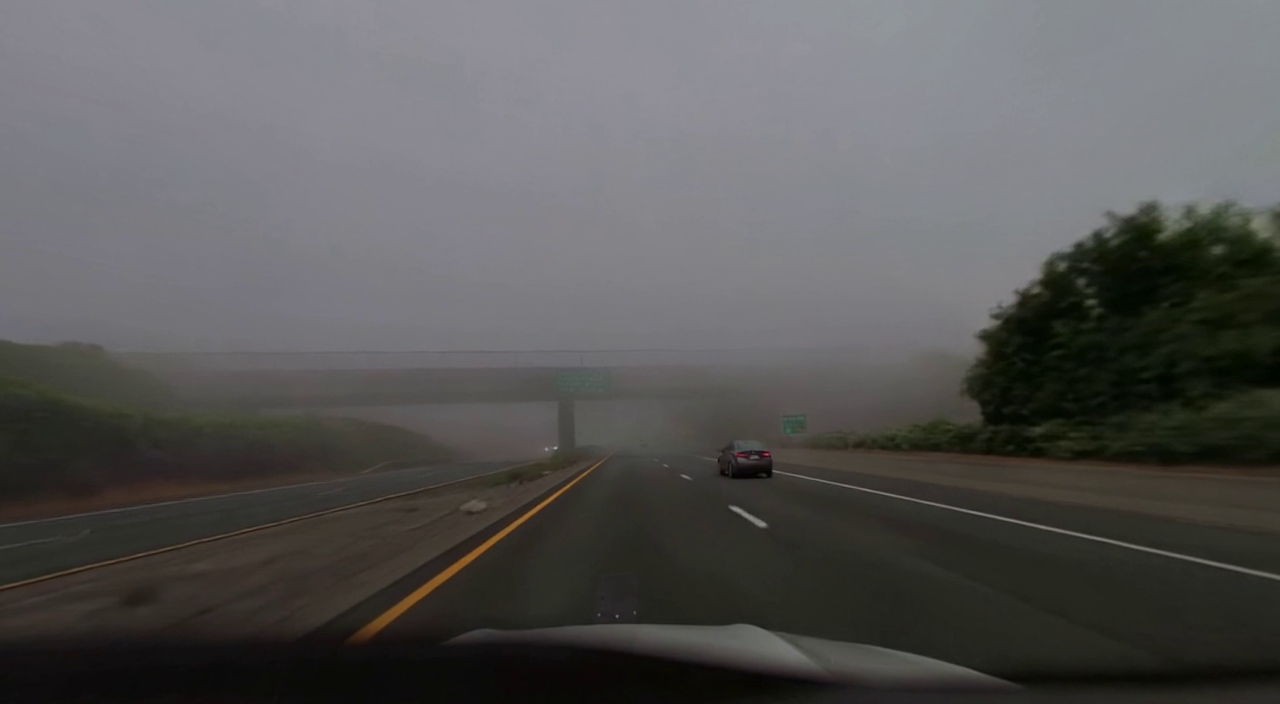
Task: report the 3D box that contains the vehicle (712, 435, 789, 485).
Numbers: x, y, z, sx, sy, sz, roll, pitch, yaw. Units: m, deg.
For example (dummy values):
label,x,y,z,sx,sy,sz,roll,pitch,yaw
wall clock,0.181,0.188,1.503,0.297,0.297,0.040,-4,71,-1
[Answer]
label,x,y,z,sx,sy,sz,roll,pitch,yaw
vehicle,3.564,3.530,20.920,1.781,1.470,3.540,0,-8,-2
